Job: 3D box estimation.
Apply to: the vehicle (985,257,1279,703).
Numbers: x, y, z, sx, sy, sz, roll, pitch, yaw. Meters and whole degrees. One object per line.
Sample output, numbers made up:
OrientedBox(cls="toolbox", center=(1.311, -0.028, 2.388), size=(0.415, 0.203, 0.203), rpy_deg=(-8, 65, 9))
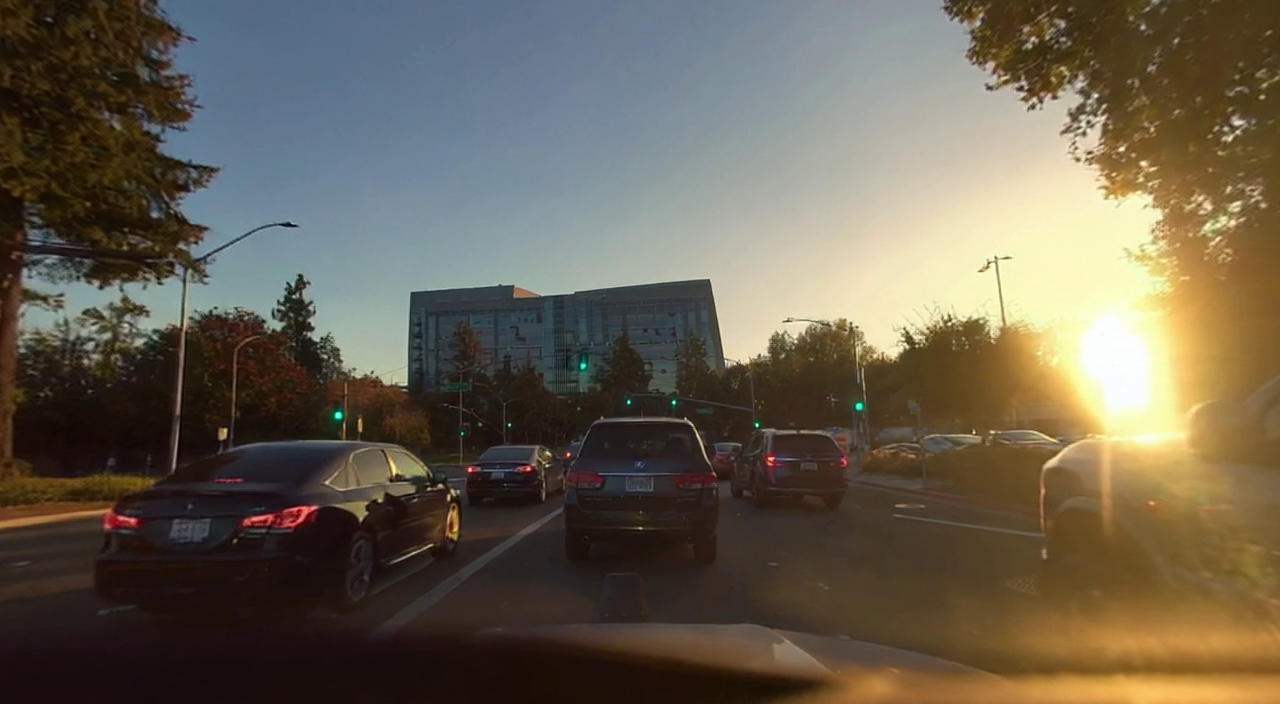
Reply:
OrientedBox(cls="vehicle", center=(3.271, 0.442, 0.614), size=(2.571, 1.857, 5.841), rpy_deg=(0, -8, 0))

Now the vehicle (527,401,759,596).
OrientedBox(cls="vehicle", center=(0.046, 1.633, 7.793), size=(2.113, 1.768, 3.901), rpy_deg=(0, -8, 1))

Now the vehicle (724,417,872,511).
OrientedBox(cls="vehicle", center=(3.600, 2.705, 15.677), size=(2.408, 1.908, 5.355), rpy_deg=(0, -8, 2))

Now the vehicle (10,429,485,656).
OrientedBox(cls="vehicle", center=(-3.183, 1.612, 6.595), size=(1.909, 1.476, 4.751), rpy_deg=(0, -8, 0))

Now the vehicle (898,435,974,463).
OrientedBox(cls="vehicle", center=(21.265, 6.994, 45.464), size=(4.437, 1.863, 2.068), rpy_deg=(0, -5, 2))
